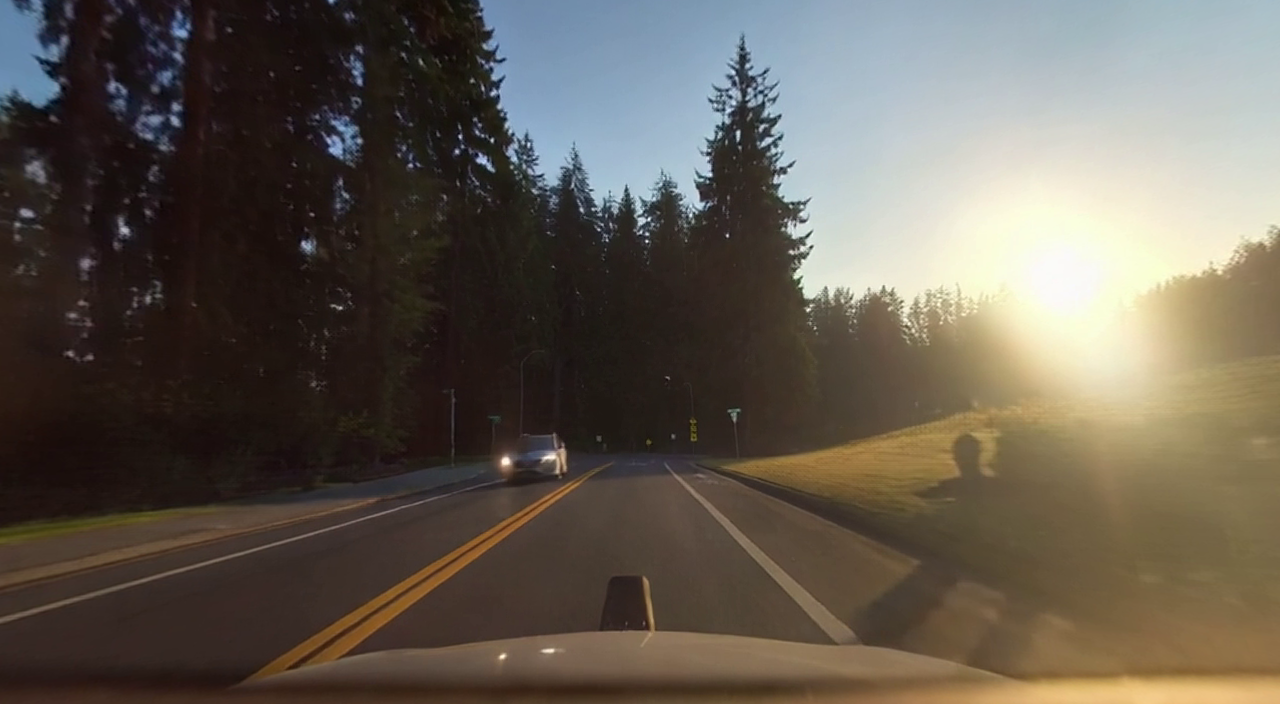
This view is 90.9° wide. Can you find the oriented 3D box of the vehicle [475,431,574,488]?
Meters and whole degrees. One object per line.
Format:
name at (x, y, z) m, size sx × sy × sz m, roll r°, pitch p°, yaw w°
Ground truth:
vehicle at (-3.771, 3.634, 21.675) m, size 2.390 × 1.721 × 4.863 m, roll 0°, pitch -8°, yaw 1°
